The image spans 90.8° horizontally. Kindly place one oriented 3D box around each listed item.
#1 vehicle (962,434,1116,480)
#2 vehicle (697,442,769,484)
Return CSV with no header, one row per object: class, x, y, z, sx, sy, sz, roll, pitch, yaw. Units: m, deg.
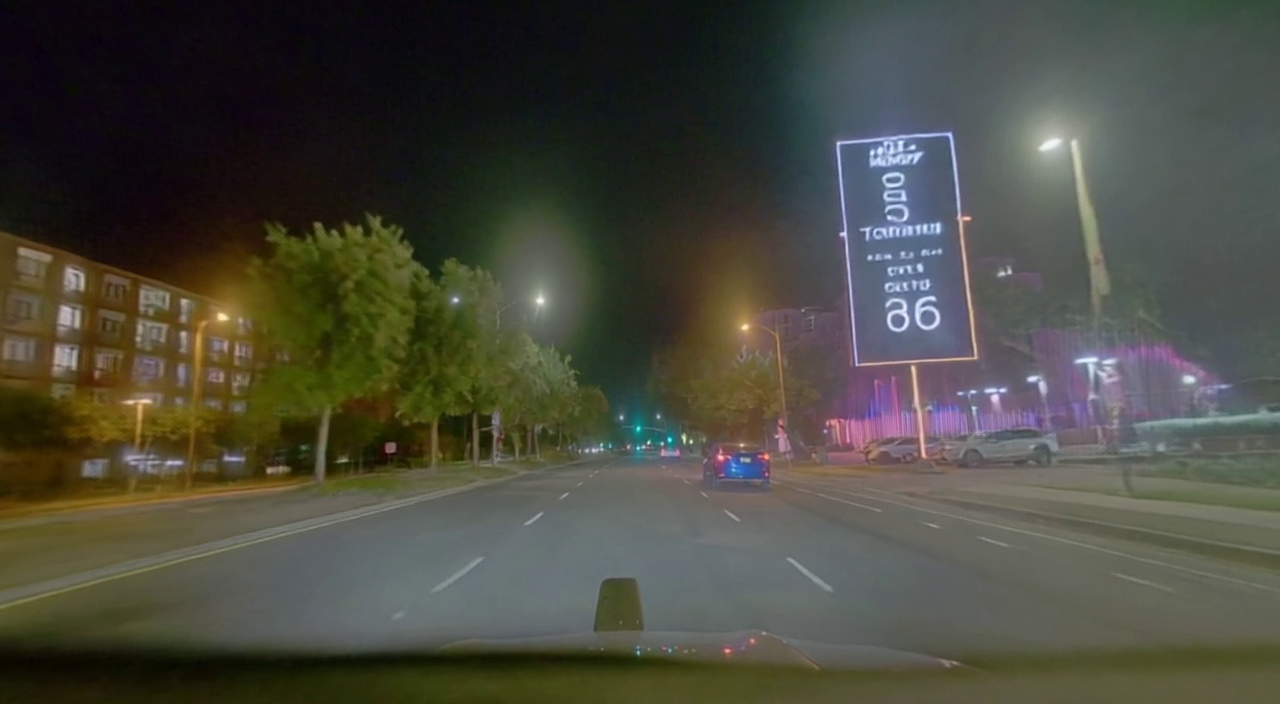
vehicle,15.795,4.183,25.202,4.684,1.448,2.090,-3,-8,-3
vehicle,3.576,4.368,25.224,2.033,1.482,4.571,0,-8,-2
